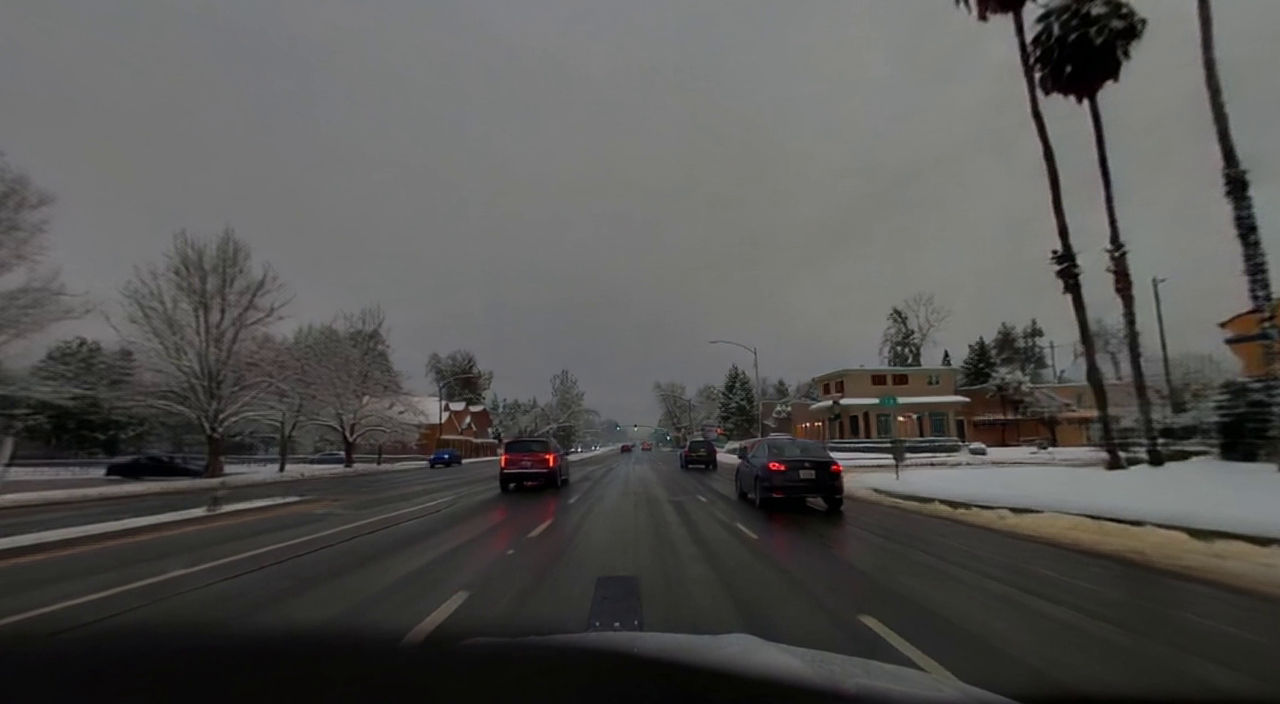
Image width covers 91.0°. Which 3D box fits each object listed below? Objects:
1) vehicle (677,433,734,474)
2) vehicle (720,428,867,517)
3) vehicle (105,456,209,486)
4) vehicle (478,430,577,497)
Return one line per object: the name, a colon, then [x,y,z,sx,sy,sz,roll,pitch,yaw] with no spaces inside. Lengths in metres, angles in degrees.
vehicle: [3.216,5.125,31.988,2.244,1.901,4.561,0,-8,-2]
vehicle: [3.223,2.630,14.232,2.084,1.682,4.148,1,-8,-3]
vehicle: [-29.007,7.121,37.872,4.586,1.513,1.973,-2,-9,-2]
vehicle: [-3.194,3.275,18.853,2.084,1.735,4.528,0,-8,1]
